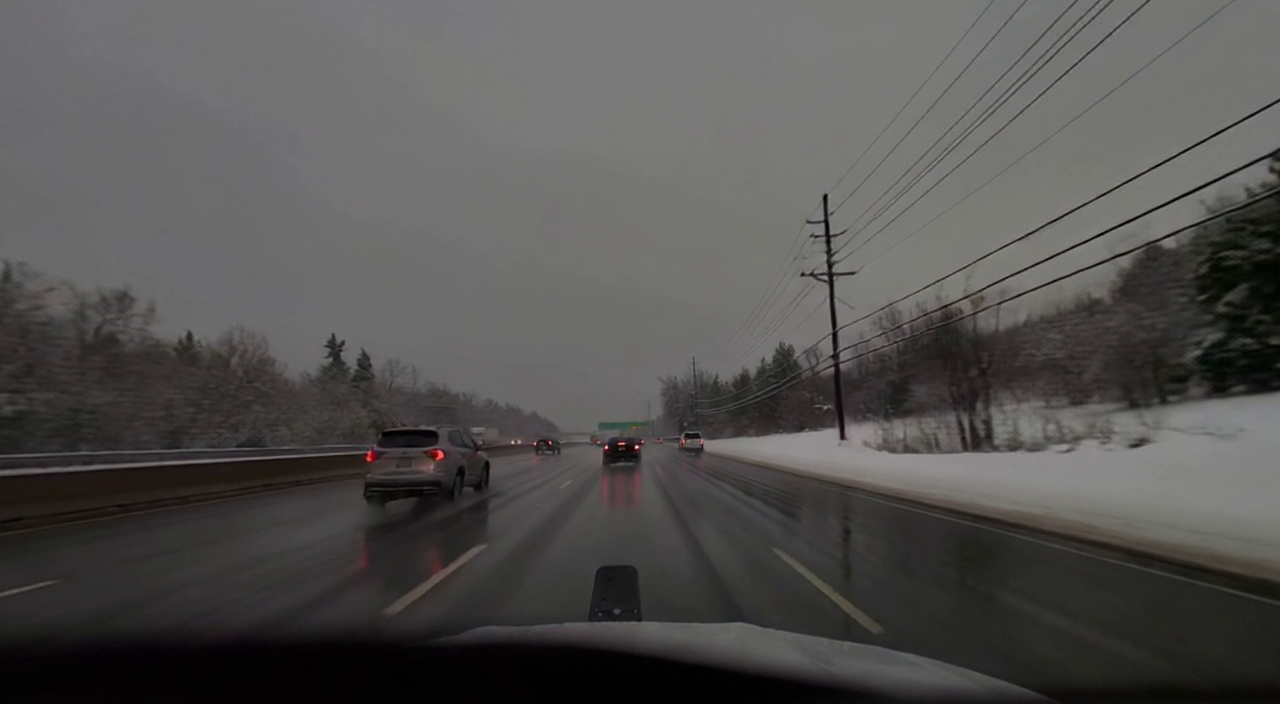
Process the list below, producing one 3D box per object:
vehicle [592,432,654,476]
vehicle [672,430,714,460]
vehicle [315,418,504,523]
[{"bbox_3d":[-0.602,3.676,23.079,2.086,1.488,3.440,0,-7,-1],"label":"vehicle"},{"bbox_3d":[3.134,5.569,38.073,1.950,1.695,4.446,0,-8,-2],"label":"vehicle"},{"bbox_3d":[-4.063,2.141,12.087,1.901,1.601,4.610,0,-7,-1],"label":"vehicle"}]
